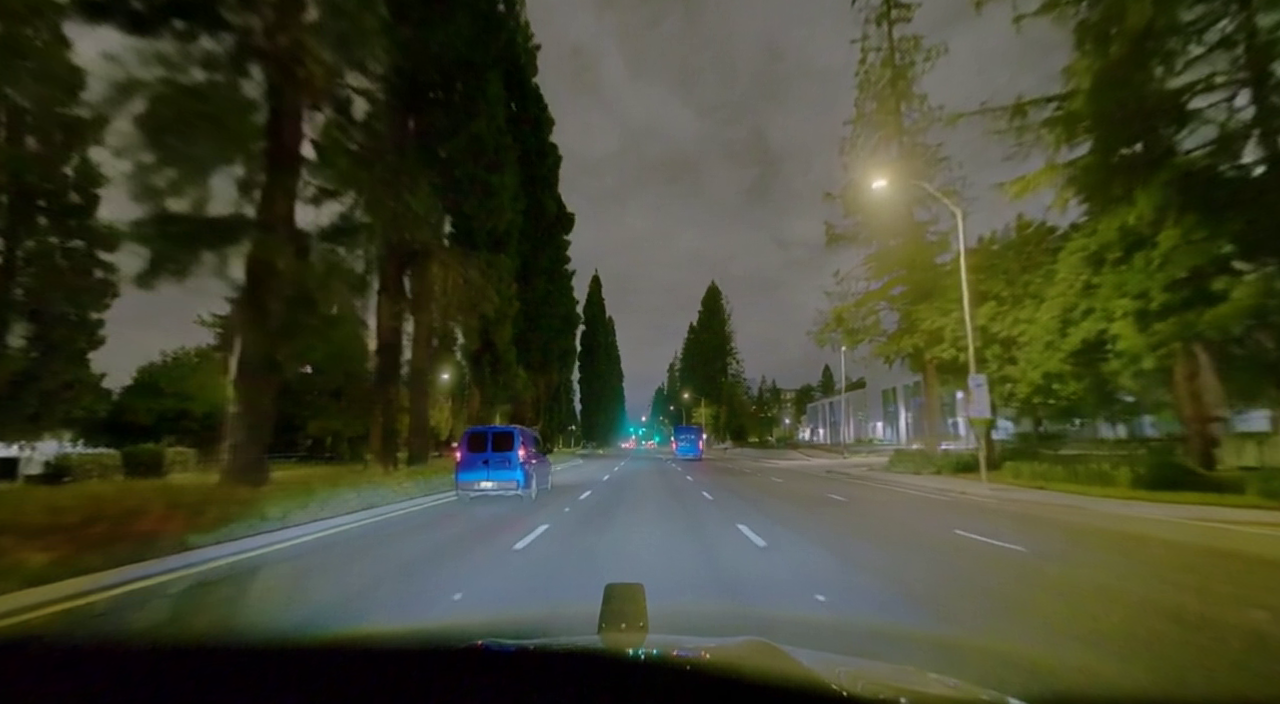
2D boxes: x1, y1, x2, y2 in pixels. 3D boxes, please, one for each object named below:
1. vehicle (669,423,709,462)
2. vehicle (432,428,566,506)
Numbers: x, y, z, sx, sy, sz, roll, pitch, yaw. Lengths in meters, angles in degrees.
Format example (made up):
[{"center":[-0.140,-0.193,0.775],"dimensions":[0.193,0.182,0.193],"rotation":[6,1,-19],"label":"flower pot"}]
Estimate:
[{"center":[3.556,6.748,46.967],"dimensions":[2.349,2.671,5.744],"rotation":[0,-8,-1],"label":"vehicle"},{"center":[-3.192,2.715,15.368],"dimensions":[2.129,1.602,4.532],"rotation":[0,-8,1],"label":"vehicle"}]
